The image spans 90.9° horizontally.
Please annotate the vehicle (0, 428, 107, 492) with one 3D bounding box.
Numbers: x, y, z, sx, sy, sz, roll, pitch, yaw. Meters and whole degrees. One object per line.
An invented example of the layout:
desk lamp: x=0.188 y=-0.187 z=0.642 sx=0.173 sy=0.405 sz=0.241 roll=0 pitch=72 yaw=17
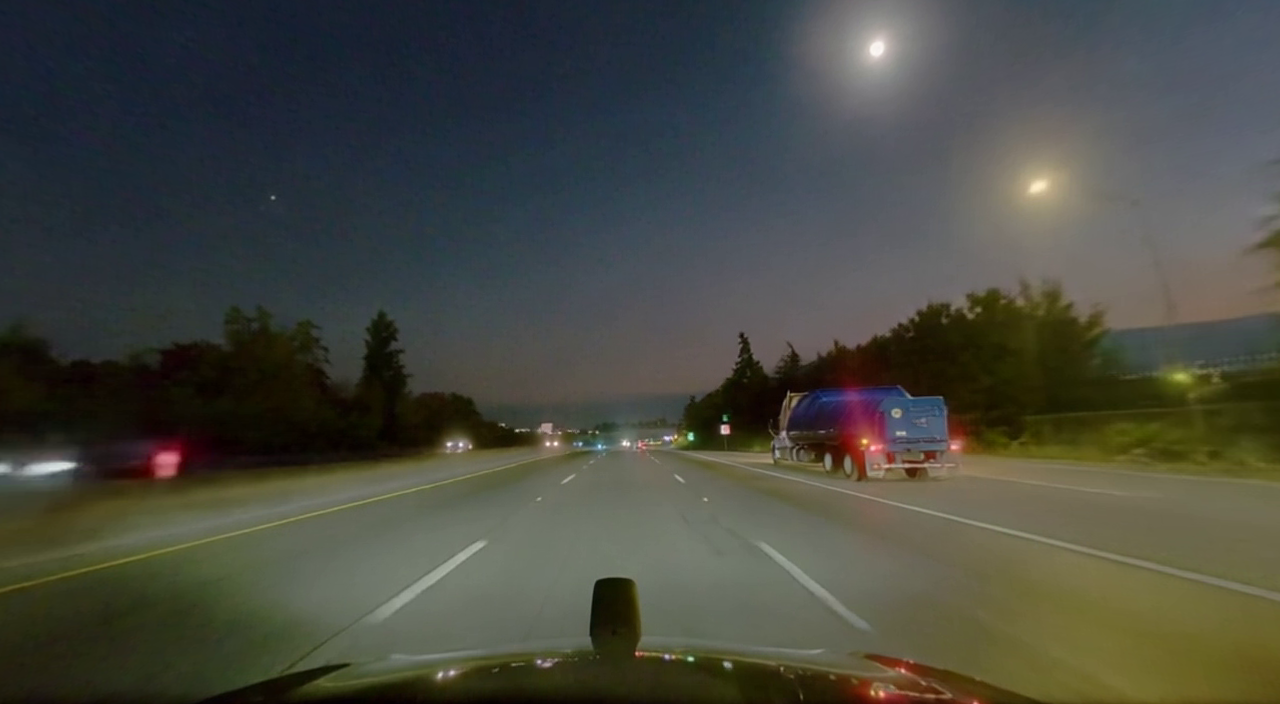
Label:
vehicle: x=-17.099 y=2.843 z=16.784 sx=1.893 sy=1.595 sz=4.485 roll=0 pitch=-8 yaw=-1
